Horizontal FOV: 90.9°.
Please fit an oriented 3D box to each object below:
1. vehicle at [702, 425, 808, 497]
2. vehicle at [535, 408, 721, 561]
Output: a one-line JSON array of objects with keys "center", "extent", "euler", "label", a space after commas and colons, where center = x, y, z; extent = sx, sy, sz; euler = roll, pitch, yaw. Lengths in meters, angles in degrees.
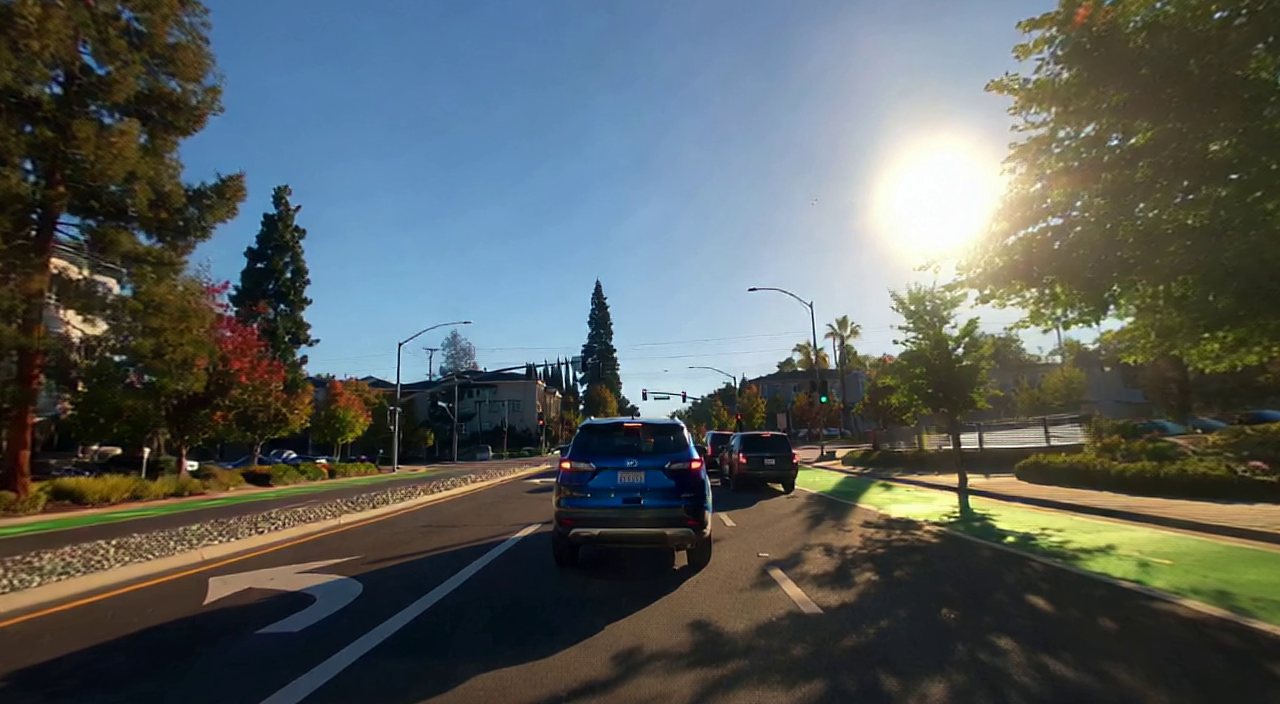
[{"center": [3.163, 3.122, 18.452], "extent": [2.189, 1.815, 4.495], "euler": [0, -8, -1], "label": "vehicle"}, {"center": [-0.121, 1.802, 9.217], "extent": [2.109, 1.730, 3.963], "euler": [0, -8, 0], "label": "vehicle"}]
